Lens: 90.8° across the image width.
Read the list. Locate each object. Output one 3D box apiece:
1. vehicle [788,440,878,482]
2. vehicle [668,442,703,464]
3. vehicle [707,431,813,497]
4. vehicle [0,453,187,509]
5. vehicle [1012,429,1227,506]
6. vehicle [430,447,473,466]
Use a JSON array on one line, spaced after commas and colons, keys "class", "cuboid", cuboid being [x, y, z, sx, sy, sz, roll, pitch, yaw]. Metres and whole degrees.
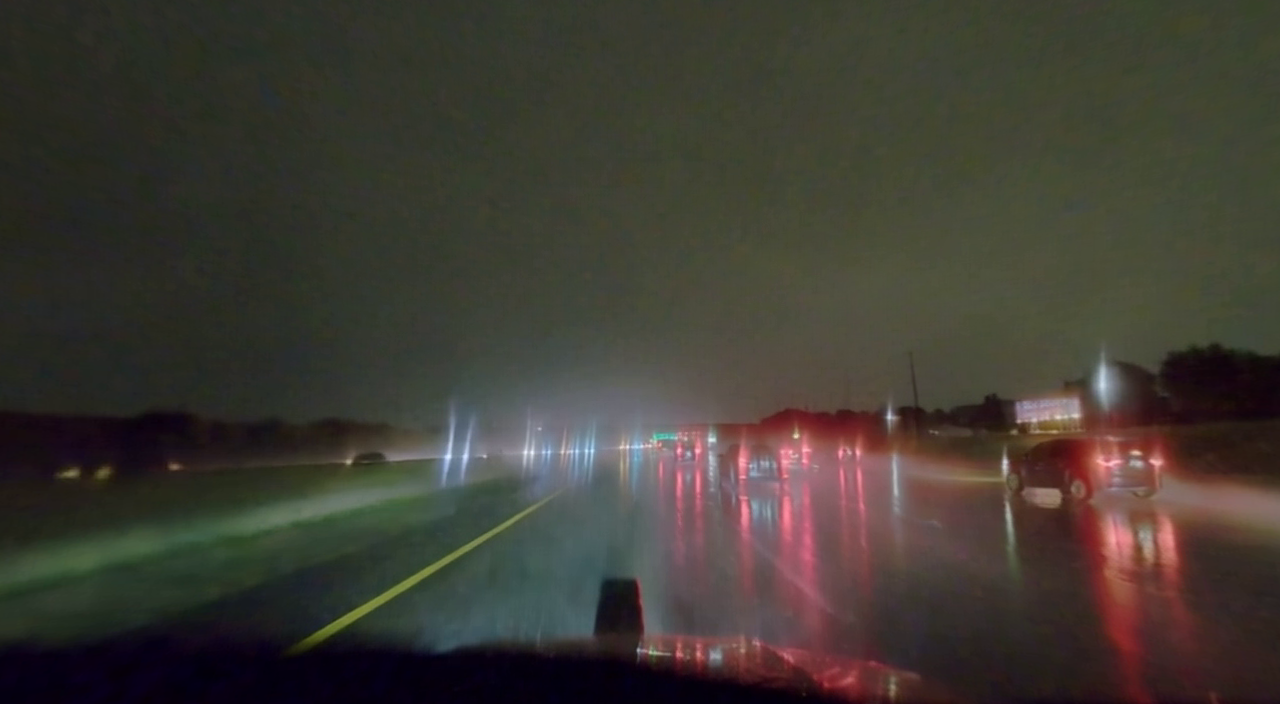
[{"class": "vehicle", "cuboid": [7.155, 4.070, 23.910, 1.952, 1.442, 4.259, 0, -8, -1]}, {"class": "vehicle", "cuboid": [3.203, 7.166, 44.892, 2.038, 1.477, 4.313, 0, -9, -2]}, {"class": "vehicle", "cuboid": [3.200, 3.108, 17.878, 1.977, 1.601, 4.598, 0, -9, -1]}, {"class": "vehicle", "cuboid": [-14.523, 3.405, 17.131, 1.583, 1.220, 3.939, 0, -8, 0]}, {"class": "vehicle", "cuboid": [11.055, 2.667, 15.039, 1.844, 1.560, 4.085, 0, -8, -1]}, {"class": "vehicle", "cuboid": [-14.554, 8.057, 49.016, 1.962, 1.309, 4.240, 1, -8, 2]}]
